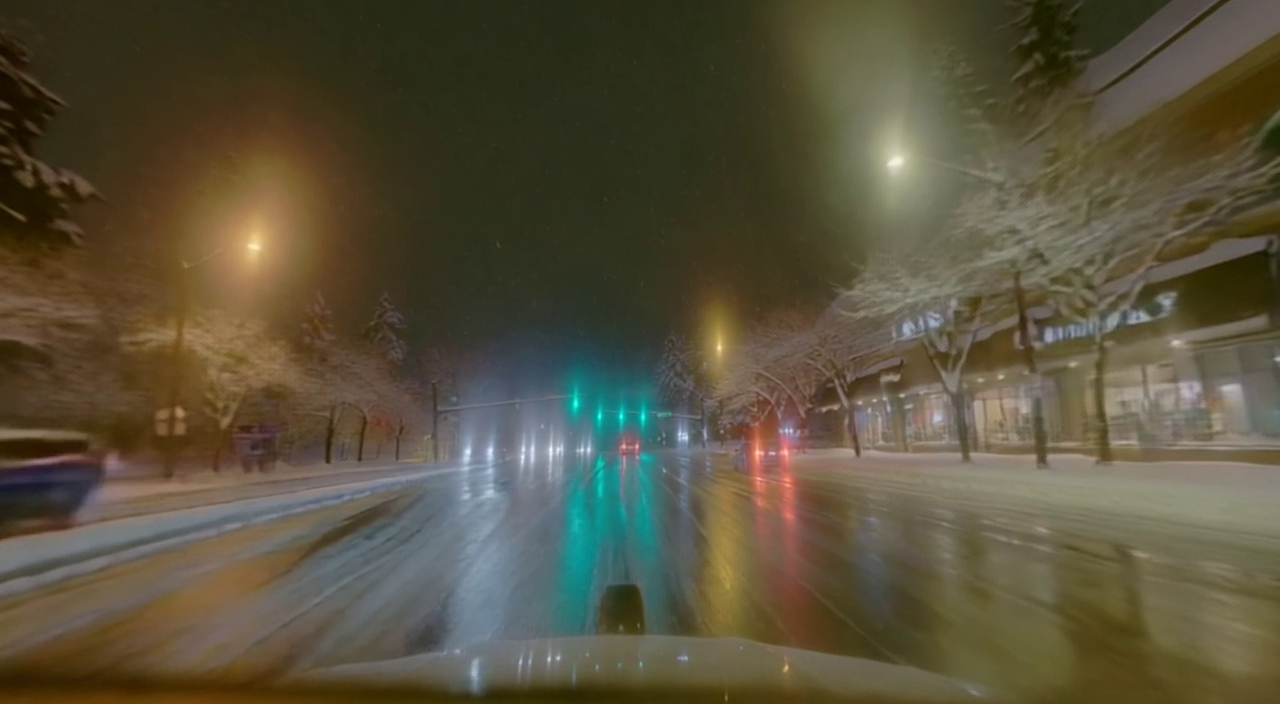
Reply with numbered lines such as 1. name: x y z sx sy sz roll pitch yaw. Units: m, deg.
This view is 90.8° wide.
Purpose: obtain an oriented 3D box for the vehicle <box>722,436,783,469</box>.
1. vehicle: 5.492 4.974 31.512 2.024 1.475 4.600 -1 -8 -2

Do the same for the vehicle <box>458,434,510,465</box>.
1. vehicle: -10.900 6.863 44.675 2.290 1.989 5.924 -1 -8 -1

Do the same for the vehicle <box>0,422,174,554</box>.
1. vehicle: -9.421 1.918 9.135 2.067 1.712 4.489 -1 -8 -3
